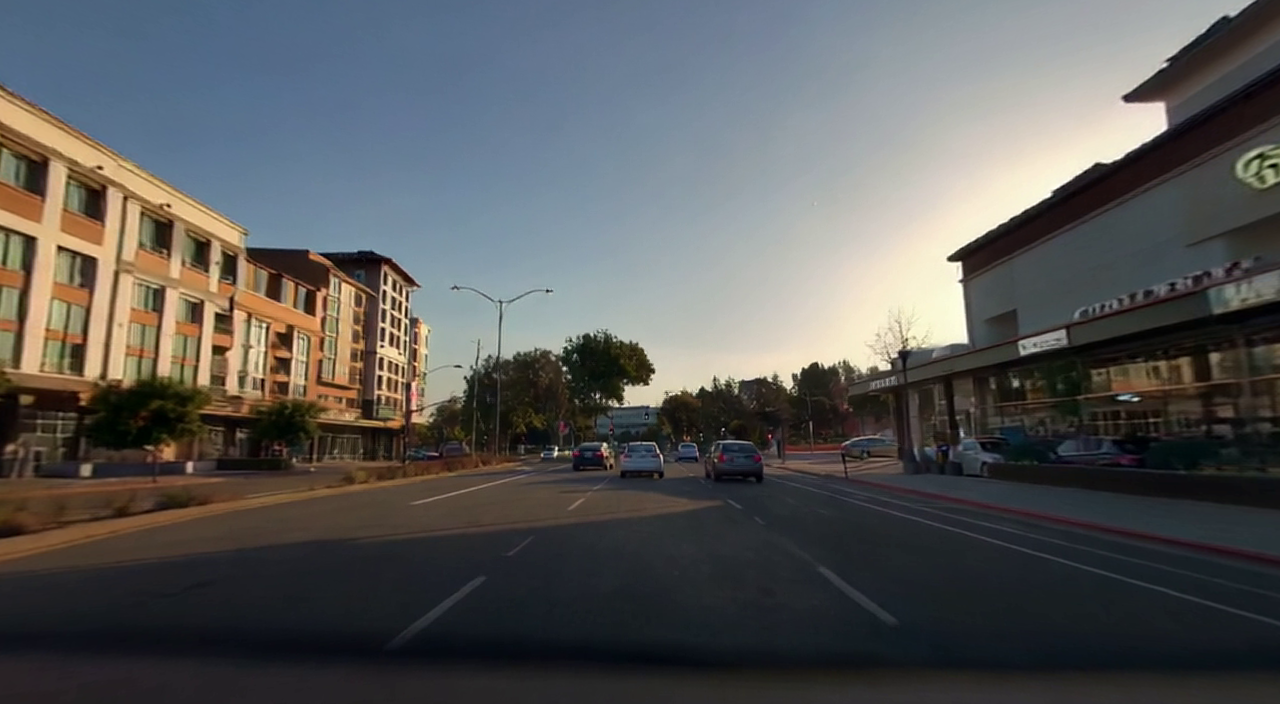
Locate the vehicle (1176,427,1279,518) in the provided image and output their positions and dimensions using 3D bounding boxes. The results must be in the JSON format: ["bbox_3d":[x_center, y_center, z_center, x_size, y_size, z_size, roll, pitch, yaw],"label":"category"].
[{"bbox_3d":[13.521,2.441,13.146,4.346,1.667,2.022,5,-10,-29],"label":"vehicle"}]

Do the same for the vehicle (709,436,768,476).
[{"bbox_3d":[4.480,4.776,29.178,2.007,1.683,4.171,0,-8,0],"label":"vehicle"}]

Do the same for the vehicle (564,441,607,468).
[{"bbox_3d":[-3.204,6.082,37.723,2.029,1.482,4.591,0,-8,2],"label":"vehicle"}]

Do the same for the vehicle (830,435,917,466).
[{"bbox_3d":[15.192,6.429,41.145,4.775,1.728,1.996,-2,-9,0],"label":"vehicle"}]

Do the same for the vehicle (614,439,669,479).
[{"bbox_3d":[0.063,4.316,25.741,2.059,1.477,3.988,0,-8,1],"label":"vehicle"}]
